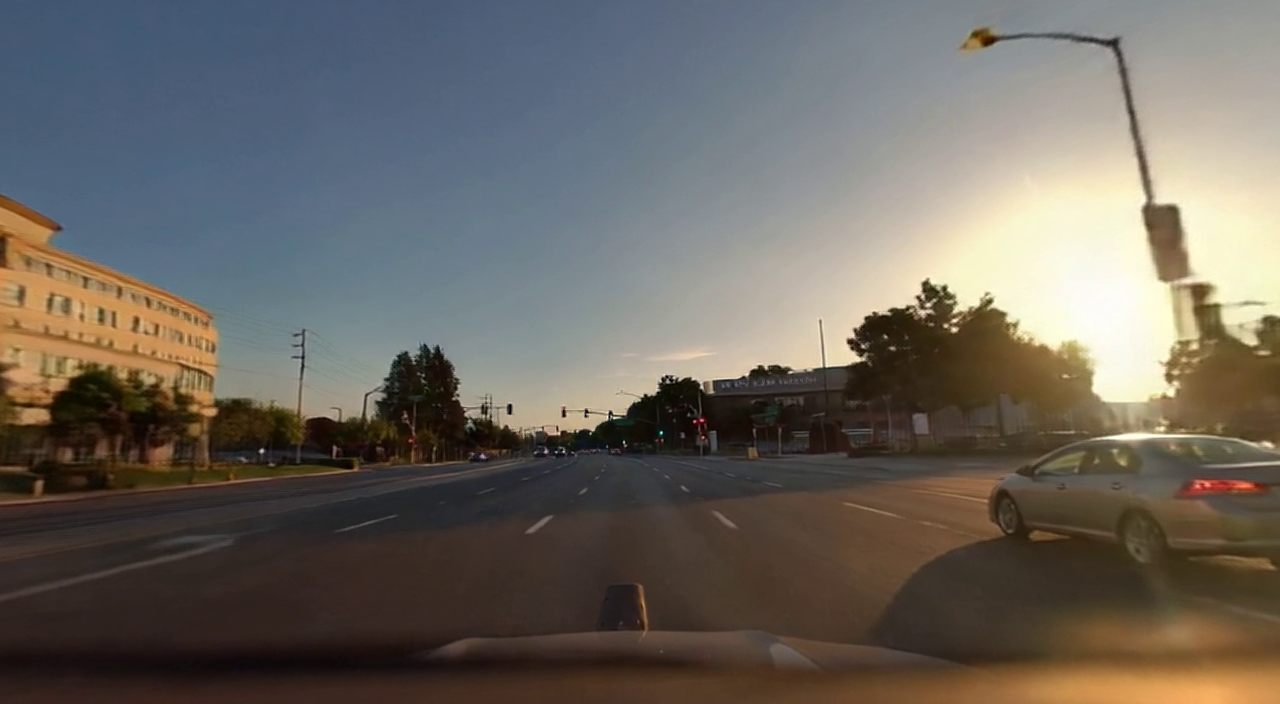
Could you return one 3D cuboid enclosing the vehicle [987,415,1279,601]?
[{"bbox_3d":[6.220,1.549,7.025,2.070,1.491,4.575,0,-9,-1],"label":"vehicle"}]
